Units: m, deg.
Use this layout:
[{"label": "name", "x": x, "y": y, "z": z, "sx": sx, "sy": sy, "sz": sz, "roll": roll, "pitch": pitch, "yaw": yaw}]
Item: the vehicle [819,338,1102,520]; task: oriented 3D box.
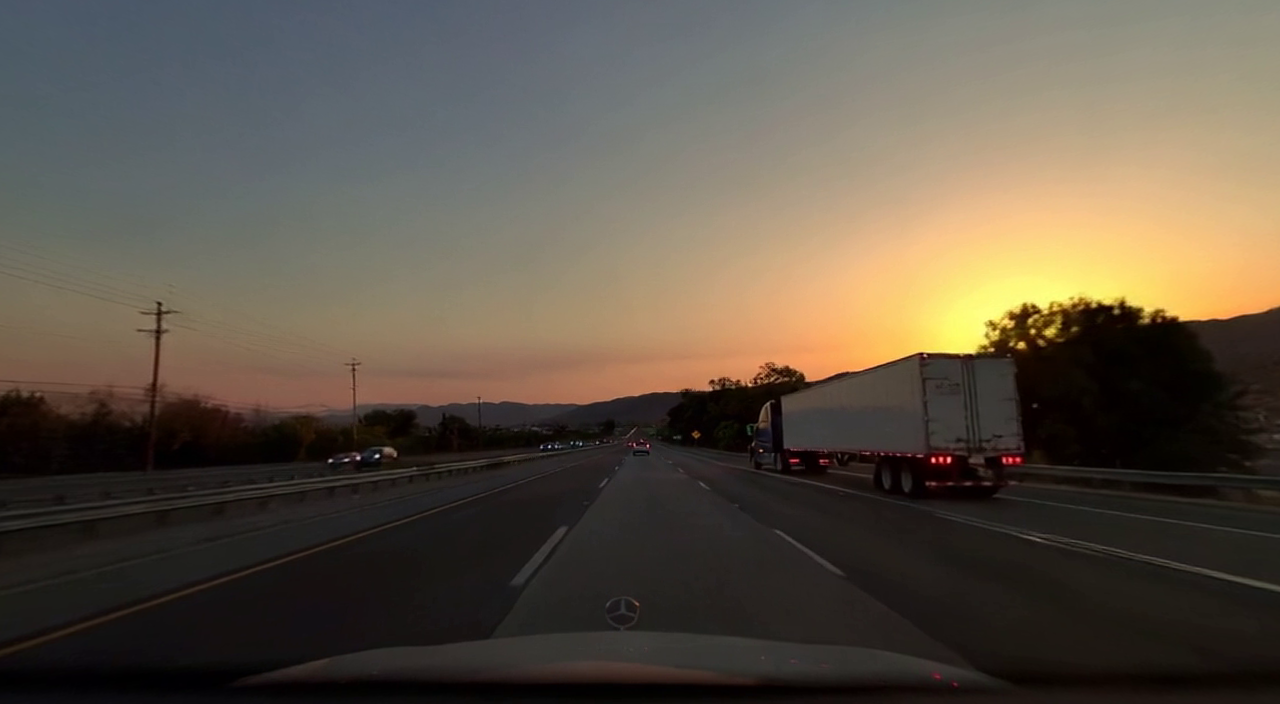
[{"label": "vehicle", "x": 6.776, "y": 1.919, "z": 15.223, "sx": 2.793, "sy": 3.204, "sz": 7.997, "roll": 0, "pitch": -8, "yaw": 2}]

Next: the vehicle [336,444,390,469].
[{"label": "vehicle", "x": -21.748, "y": 8.207, "z": 49.747, "sx": 1.999, "sy": 1.810, "sz": 4.804, "roll": 0, "pitch": -8, "yaw": 1}]
